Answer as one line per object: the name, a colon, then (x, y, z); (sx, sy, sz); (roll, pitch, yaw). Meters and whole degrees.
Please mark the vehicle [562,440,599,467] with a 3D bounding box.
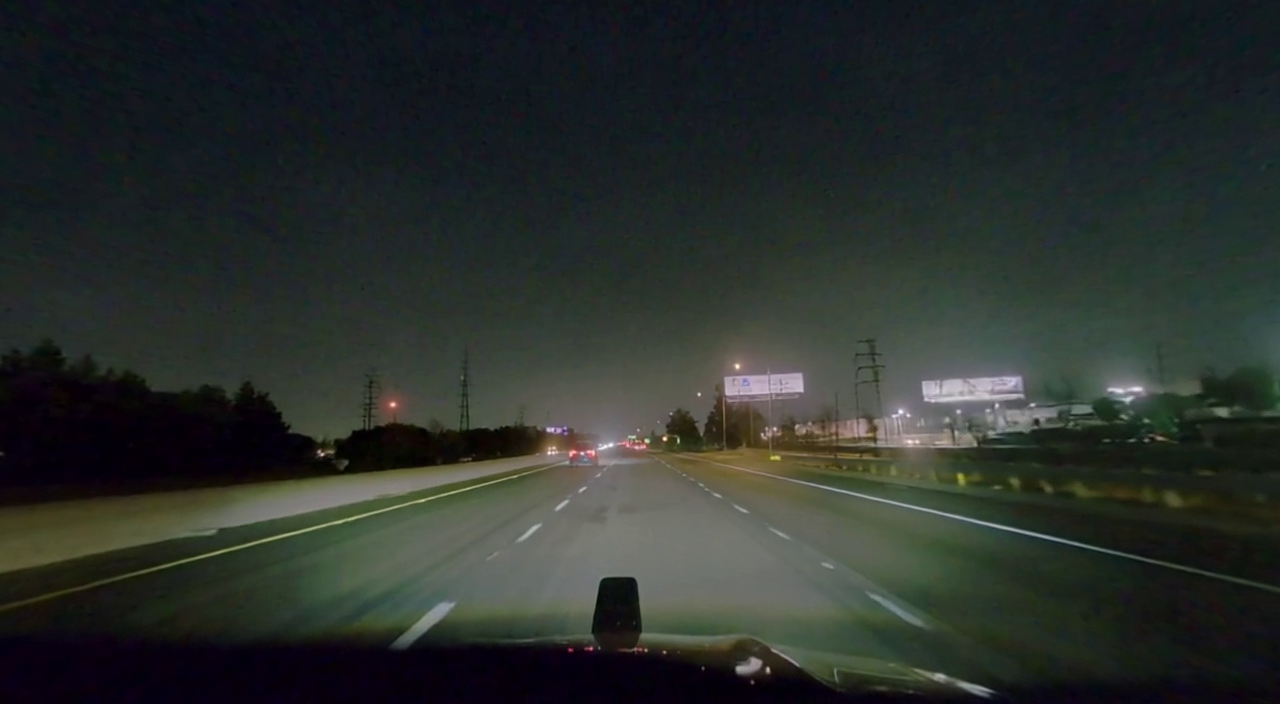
vehicle: (-4.172, 7.182, 44.964); (2.130, 1.823, 4.761); (0, -8, 1)
